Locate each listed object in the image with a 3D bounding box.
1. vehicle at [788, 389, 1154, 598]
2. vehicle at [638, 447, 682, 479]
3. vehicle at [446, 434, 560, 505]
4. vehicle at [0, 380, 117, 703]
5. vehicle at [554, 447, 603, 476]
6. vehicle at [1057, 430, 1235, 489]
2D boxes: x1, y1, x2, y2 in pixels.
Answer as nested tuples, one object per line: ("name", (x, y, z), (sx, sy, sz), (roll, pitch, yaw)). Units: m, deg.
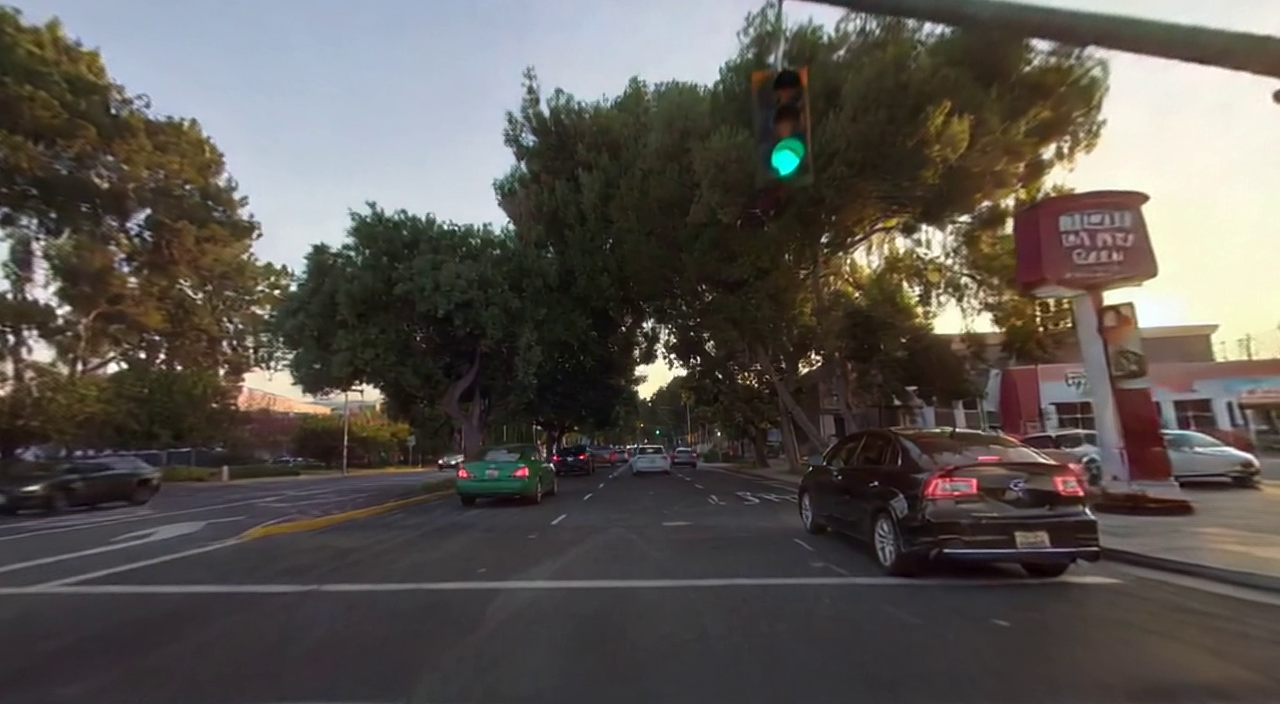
("vehicle", (3.436, 1.570, 7.845), (1.992, 1.805, 4.549), (0, -9, -1))
("vehicle", (0.897, 5.340, 30.694), (1.994, 1.433, 3.894), (0, -8, -1))
("vehicle", (-3.613, 3.204, 17.710), (2.023, 1.687, 4.874), (0, -9, 1))
("vehicle", (-3.495, 0.606, 0.570), (2.095, 1.517, 4.512), (0, -9, 1))
("vehicle", (-3.183, 5.790, 33.603), (1.995, 1.436, 4.500), (0, -8, 2))
("vehicle", (16.732, 3.571, 21.290), (2.110, 1.744, 4.928), (-1, -8, 3))
